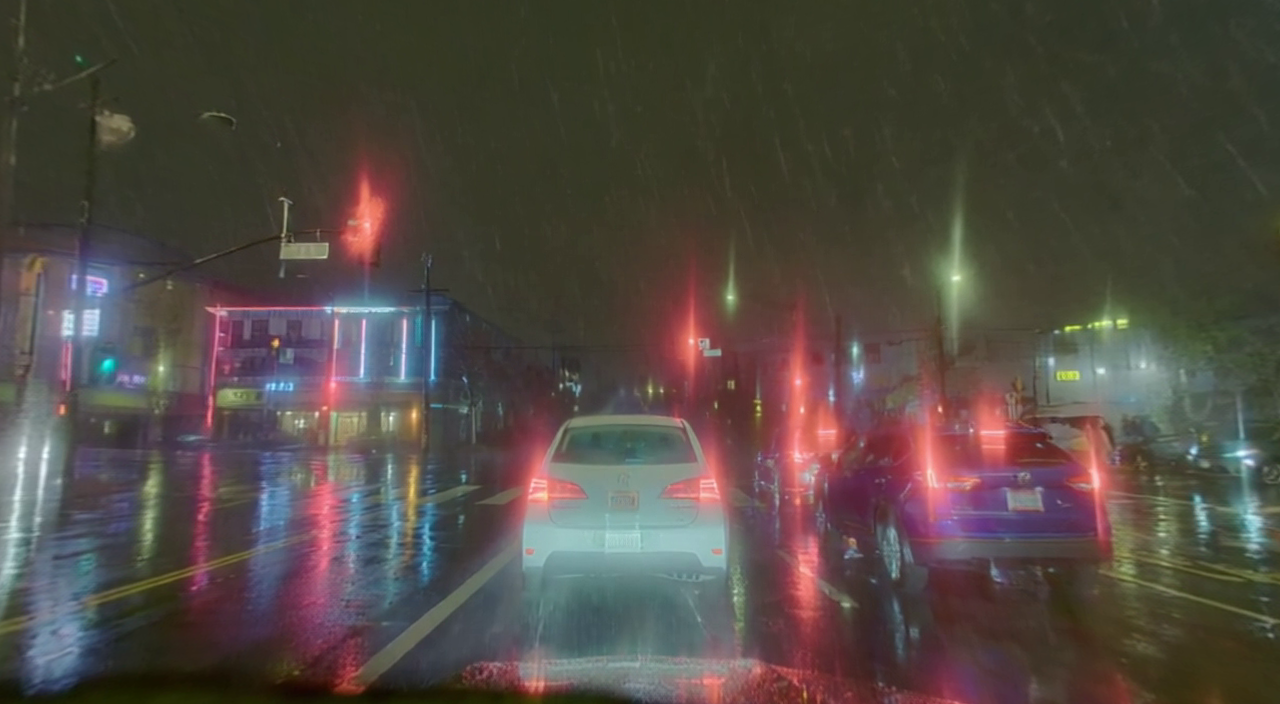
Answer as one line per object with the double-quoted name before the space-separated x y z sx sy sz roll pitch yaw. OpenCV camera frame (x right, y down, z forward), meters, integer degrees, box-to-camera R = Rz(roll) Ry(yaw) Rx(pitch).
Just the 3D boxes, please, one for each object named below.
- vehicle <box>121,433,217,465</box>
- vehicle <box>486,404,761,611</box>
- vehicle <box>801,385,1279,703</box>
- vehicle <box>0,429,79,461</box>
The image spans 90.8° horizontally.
"vehicle" -25.331 5.215 33.982 4.253 1.570 2.132 -4 -9 22
"vehicle" -0.130 1.555 7.316 2.123 1.589 4.702 0 -8 0
"vehicle" 3.038 1.320 5.524 1.983 1.654 4.354 0 -8 -2
"vehicle" -33.315 5.127 34.761 4.164 1.652 2.087 -4 -9 26
